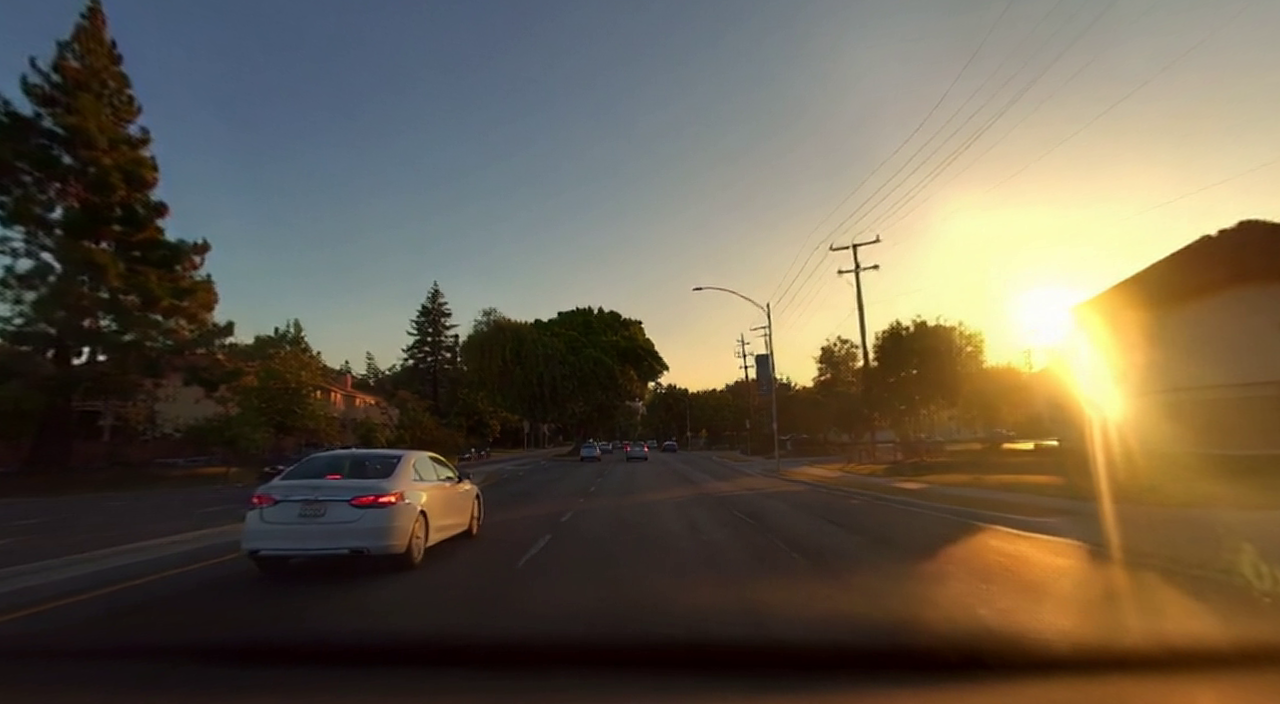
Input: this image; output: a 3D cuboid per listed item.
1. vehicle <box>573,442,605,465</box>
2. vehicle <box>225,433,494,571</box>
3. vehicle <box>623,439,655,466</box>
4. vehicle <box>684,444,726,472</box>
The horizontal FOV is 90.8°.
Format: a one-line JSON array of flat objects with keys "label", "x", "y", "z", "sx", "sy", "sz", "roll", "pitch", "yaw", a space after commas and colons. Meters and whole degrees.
[{"label": "vehicle", "x": -3.563, "y": 7.150, "z": 44.599, "sx": 2.000, "sy": 1.569, "sz": 3.794, "roll": 0, "pitch": -8, "yaw": -1}, {"label": "vehicle", "x": -3.534, "y": 1.945, "z": 9.094, "sx": 1.844, "sy": 1.451, "sz": 4.543, "roll": 0, "pitch": -8, "yaw": -1}, {"label": "vehicle", "x": -0.108, "y": 6.776, "z": 42.763, "sx": 2.043, "sy": 1.734, "sz": 4.253, "roll": 0, "pitch": -8, "yaw": -1}, {"label": "vehicle", "x": 3.609, "y": 5.993, "z": 35.975, "sx": 1.830, "sy": 1.451, "sz": 4.009, "roll": 0, "pitch": -8, "yaw": -2}]
